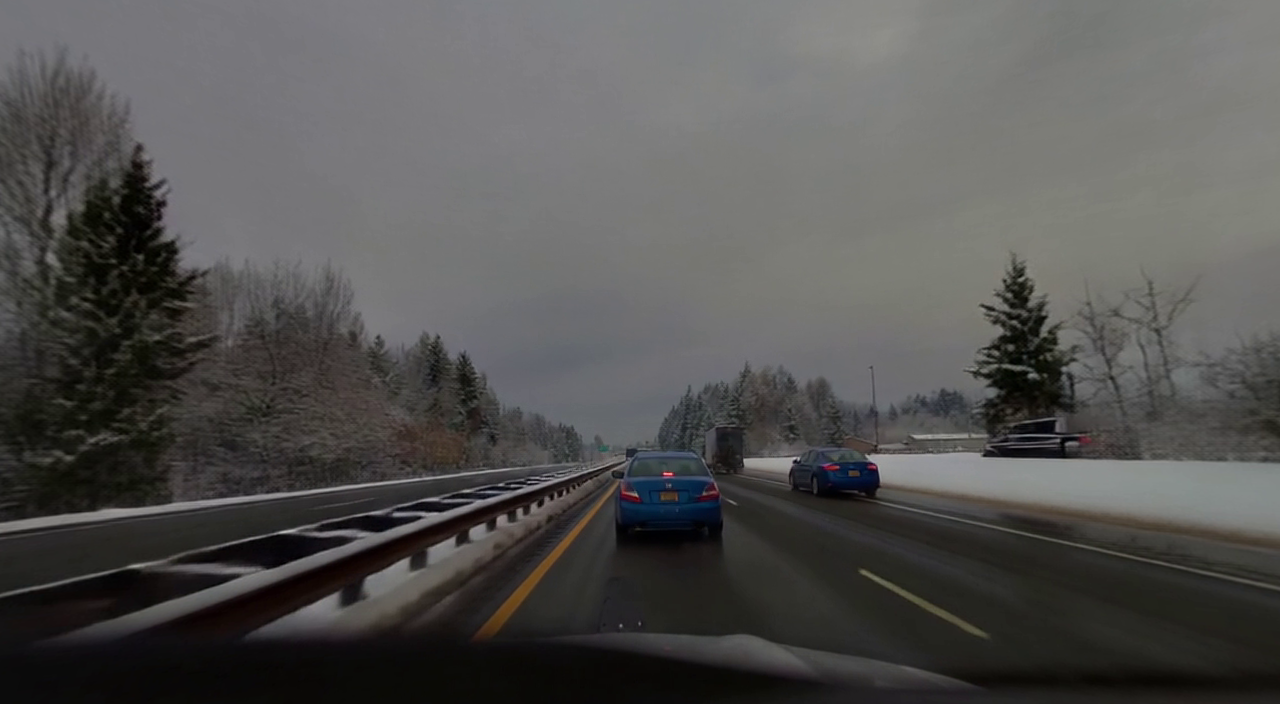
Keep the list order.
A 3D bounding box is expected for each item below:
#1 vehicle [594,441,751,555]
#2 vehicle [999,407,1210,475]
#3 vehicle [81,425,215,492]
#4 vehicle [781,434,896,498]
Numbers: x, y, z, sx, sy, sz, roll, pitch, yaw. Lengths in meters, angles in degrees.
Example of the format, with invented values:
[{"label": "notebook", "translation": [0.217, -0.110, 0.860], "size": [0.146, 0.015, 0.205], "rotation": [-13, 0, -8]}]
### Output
[{"label": "vehicle", "translation": [0.412, 2.237, 10.289], "size": [2.076, 1.485, 3.774], "rotation": [0, -9, 0]}, {"label": "vehicle", "translation": [31.501, 6.381, 44.329], "size": [2.822, 3.996, 14.073], "rotation": [1, -9, -7]}, {"label": "vehicle", "translation": [-33.552, 7.251, 43.489], "size": [2.902, 3.981, 7.819], "rotation": [-3, -8, 0]}, {"label": "vehicle", "translation": [6.273, 3.677, 20.625], "size": [2.177, 1.827, 4.565], "rotation": [0, -9, -1]}]
